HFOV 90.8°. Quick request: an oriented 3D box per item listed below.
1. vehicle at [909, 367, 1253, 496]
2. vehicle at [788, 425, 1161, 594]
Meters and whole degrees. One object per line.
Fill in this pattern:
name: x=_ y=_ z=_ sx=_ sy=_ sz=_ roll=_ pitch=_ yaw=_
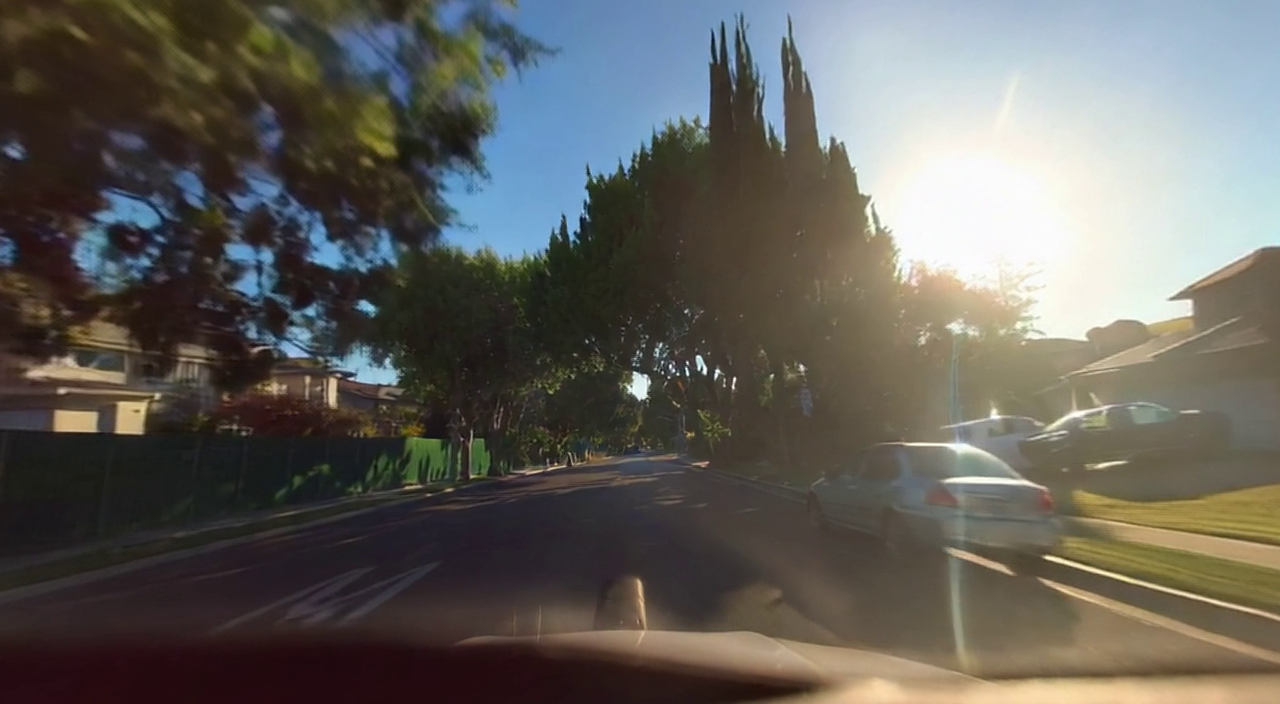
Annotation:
vehicle: x=9.708 y=1.832 z=14.372 sx=5.935 sy=1.911 sz=2.236 roll=-8 pitch=-10 yaw=-1
vehicle: x=3.683 y=1.818 z=8.383 sx=2.051 sy=1.524 sz=5.047 roll=0 pitch=-8 yaw=-2
